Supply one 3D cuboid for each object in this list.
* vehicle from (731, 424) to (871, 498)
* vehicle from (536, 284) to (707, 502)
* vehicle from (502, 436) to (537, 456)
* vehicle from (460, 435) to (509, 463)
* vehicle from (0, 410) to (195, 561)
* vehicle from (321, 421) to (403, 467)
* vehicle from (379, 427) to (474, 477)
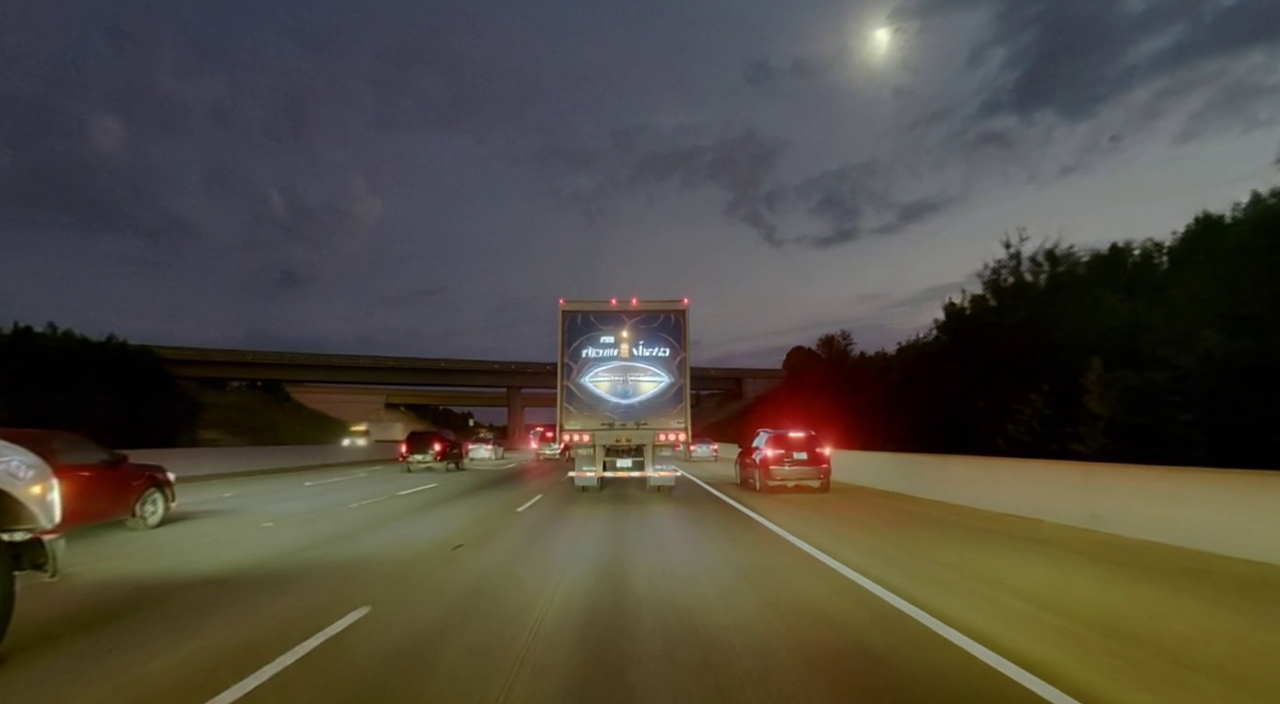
[{"bbox_3d":[3.652,2.551,15.244,2.003,1.519,4.580,0,-8,-3],"label":"vehicle"},{"bbox_3d":[-0.514,1.343,15.858,2.911,3.787,9.905,0,-8,-2],"label":"vehicle"},{"bbox_3d":[-8.969,7.004,46.977,1.928,1.474,3.588,0,-8,0],"label":"vehicle"},{"bbox_3d":[-8.740,5.432,35.536,1.845,1.488,3.656,0,-8,0],"label":"vehicle"},{"bbox_3d":[-8.134,1.595,7.796,2.048,1.652,4.421,0,-8,-2],"label":"vehicle"},{"bbox_3d":[-16.482,5.479,37.679,2.270,2.482,5.811,0,-8,0],"label":"vehicle"},{"bbox_3d":[-7.957,3.759,23.994,2.057,1.698,4.550,0,-8,0],"label":"vehicle"}]
